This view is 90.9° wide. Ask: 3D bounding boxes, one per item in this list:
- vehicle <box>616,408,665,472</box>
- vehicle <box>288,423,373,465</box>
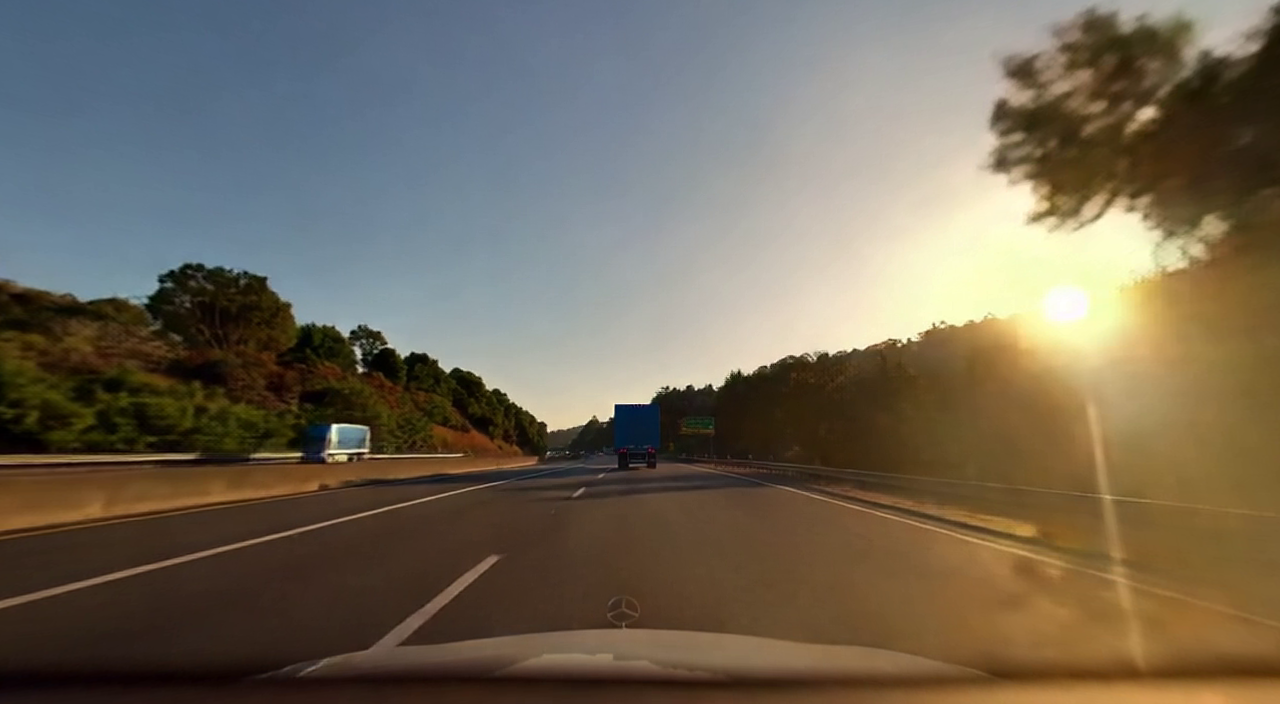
[{"bbox_3d":[0.010,6.254,44.438,2.982,3.947,11.075,0,-9,0],"label":"vehicle"},{"bbox_3d":[-22.823,6.886,46.906,2.525,2.836,7.355,0,-9,0],"label":"vehicle"}]
